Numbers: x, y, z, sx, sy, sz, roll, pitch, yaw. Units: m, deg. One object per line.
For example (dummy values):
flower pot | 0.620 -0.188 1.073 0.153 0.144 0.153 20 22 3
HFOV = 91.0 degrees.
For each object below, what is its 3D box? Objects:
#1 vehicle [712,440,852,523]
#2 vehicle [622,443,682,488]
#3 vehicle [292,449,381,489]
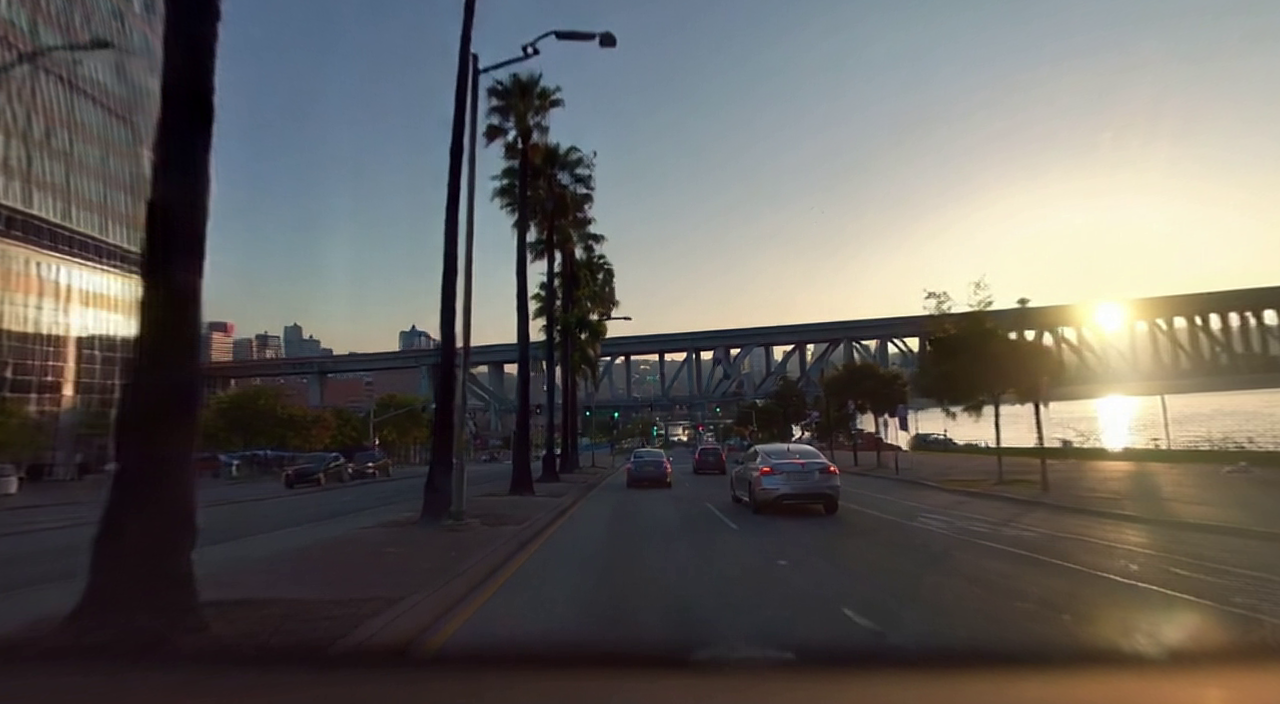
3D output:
vehicle | 2.883 2.761 14.068 2.051 1.509 4.933 0 -9 1
vehicle | 0.508 4.246 23.829 2.077 1.518 3.760 -1 -9 3
vehicle | -15.516 5.974 32.589 2.048 1.830 5.136 -1 -9 0
